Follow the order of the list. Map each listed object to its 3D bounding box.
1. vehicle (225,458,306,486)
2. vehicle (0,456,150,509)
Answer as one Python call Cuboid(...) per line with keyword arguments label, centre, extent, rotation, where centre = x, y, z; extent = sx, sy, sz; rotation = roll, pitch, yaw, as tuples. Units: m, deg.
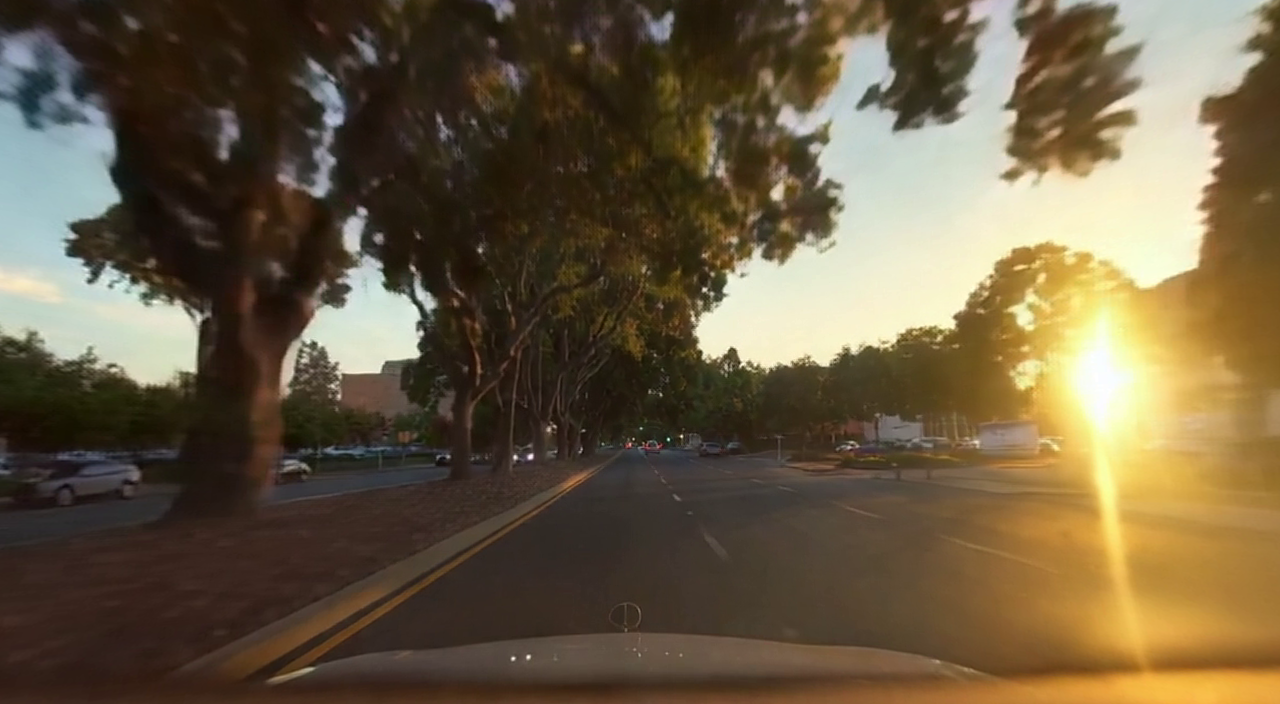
Cuboid(label="vehicle", centre=(-21.438, 6.856, 36.367), extent=(1.847, 1.454, 4.413), rotation=(0, -9, 1))
Cuboid(label="vehicle", centre=(-21.963, 4.975, 24.546), extent=(1.922, 1.738, 4.556), rotation=(-1, -9, 4))
